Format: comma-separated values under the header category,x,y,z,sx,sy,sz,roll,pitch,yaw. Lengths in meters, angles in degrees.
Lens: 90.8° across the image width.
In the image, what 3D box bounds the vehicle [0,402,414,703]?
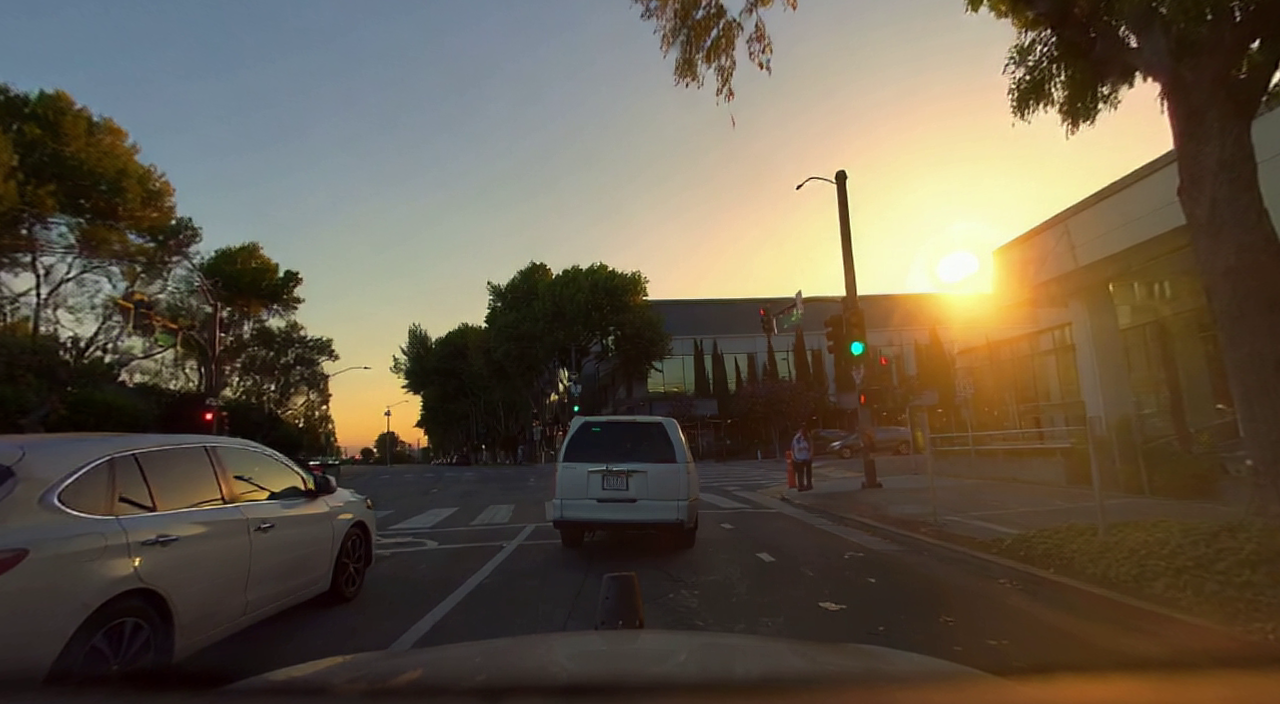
category,x,y,z,sx,sy,sz,roll,pitch,yaw
vehicle,-3.370,1.262,4.554,2.011,1.527,4.008,0,-8,-1

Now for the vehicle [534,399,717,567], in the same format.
category,x,y,z,sx,sy,sz,roll,pitch,yaw
vehicle,-0.172,1.795,9.341,2.059,1.877,4.249,0,-8,0

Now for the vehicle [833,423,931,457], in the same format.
category,x,y,z,sx,sy,sz,roll,pitch,yaw
vehicle,13.534,4.924,35.374,4.872,1.806,2.107,3,-9,-20

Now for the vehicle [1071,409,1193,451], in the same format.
category,x,y,z,sx,sy,sz,roll,pitch,yaw
vehicle,25.395,4.014,32.611,5.215,1.967,2.392,1,-8,-20
